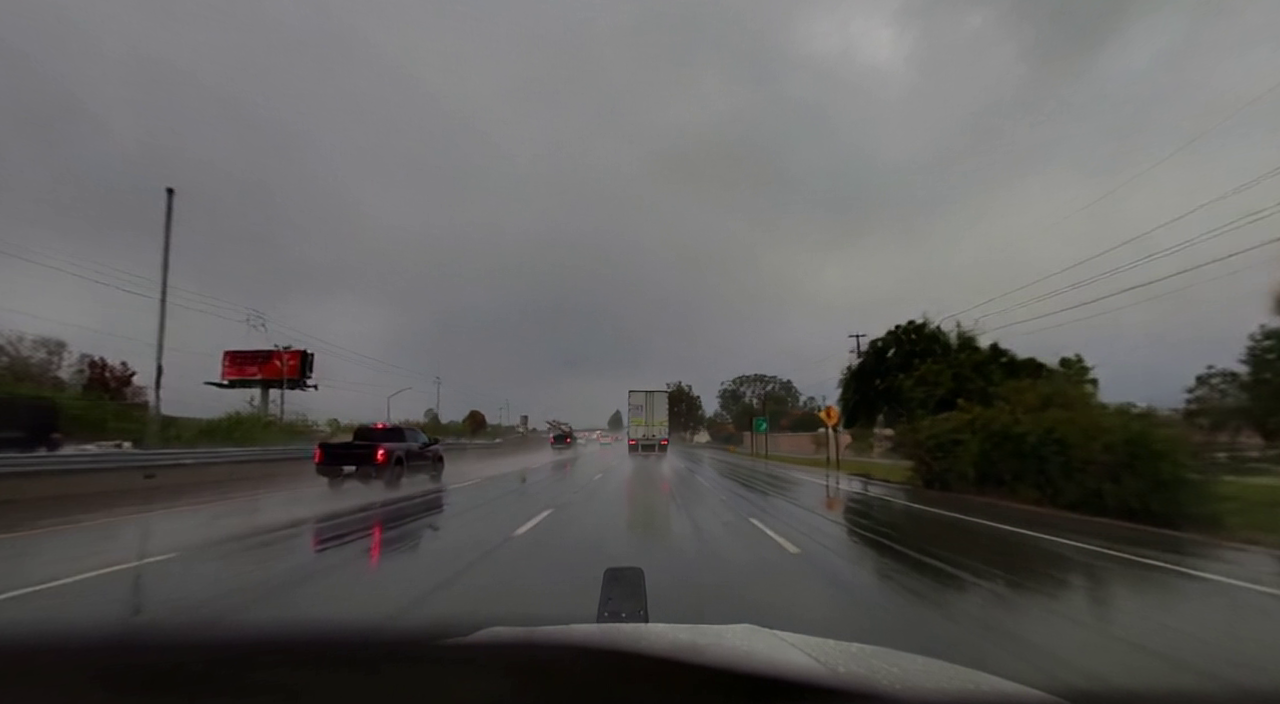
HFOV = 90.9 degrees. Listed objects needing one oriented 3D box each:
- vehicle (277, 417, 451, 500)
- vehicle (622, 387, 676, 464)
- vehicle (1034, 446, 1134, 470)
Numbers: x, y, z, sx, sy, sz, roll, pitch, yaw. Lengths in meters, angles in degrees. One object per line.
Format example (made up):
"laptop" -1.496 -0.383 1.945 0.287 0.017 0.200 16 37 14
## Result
"vehicle" -7.030 2.796 16.913 2.197 1.847 5.364 0 -8 0
"vehicle" 0.659 4.704 39.121 2.879 4.027 11.243 0 -8 2
"vehicle" 28.463 6.768 40.587 1.757 1.437 4.897 5 -10 -30
